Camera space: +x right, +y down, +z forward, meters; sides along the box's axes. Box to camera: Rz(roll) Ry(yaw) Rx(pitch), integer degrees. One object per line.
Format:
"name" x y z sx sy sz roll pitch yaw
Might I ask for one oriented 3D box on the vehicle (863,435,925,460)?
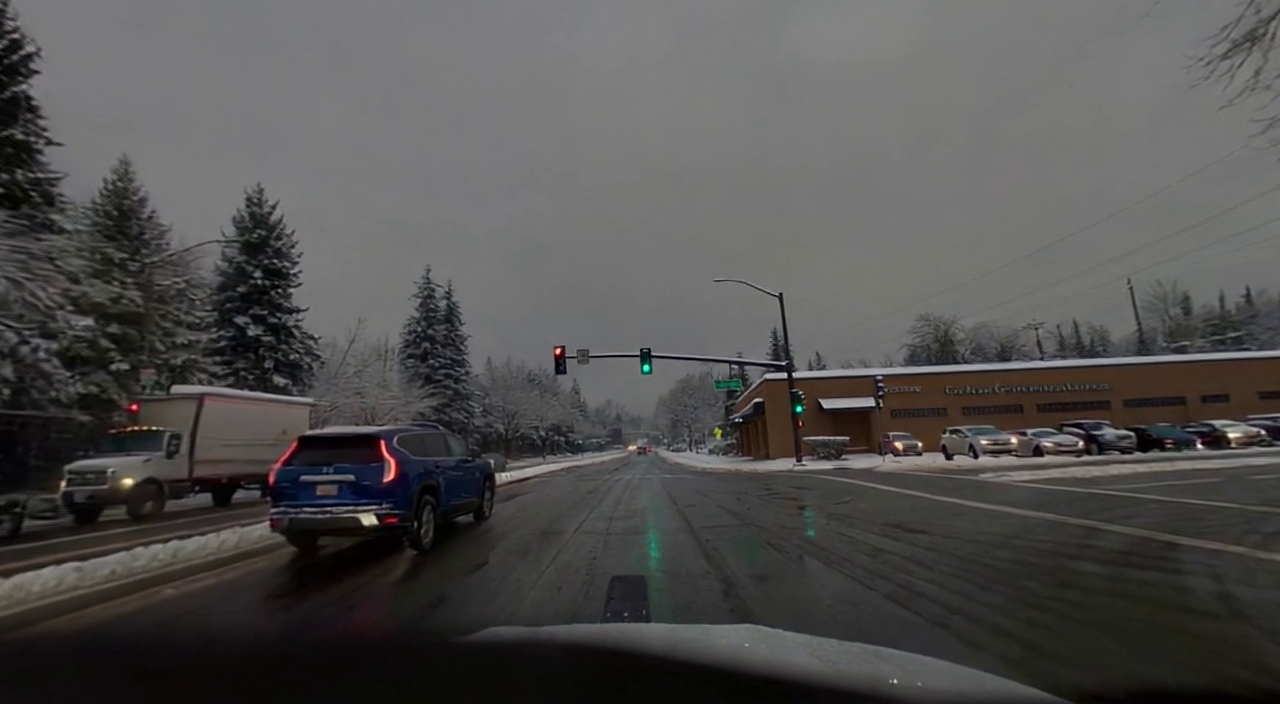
"vehicle" 17.281 6.491 42.956 3.329 1.415 1.821 -5 -9 3

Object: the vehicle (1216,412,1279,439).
"vehicle" 38.332 4.504 38.483 1.715 1.480 4.701 -1 -9 -1

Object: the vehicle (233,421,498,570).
"vehicle" -3.594 1.952 9.384 1.934 1.649 4.490 0 -9 0

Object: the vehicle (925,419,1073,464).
"vehicle" 13.906 3.496 24.623 4.566 1.670 2.000 0 -9 -3

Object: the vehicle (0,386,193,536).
"vehicle" -16.518 2.631 15.273 3.161 3.455 11.058 0 -9 0

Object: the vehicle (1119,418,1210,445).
"vehicle" 31.179 4.789 37.635 1.823 1.480 4.003 0 -9 -3

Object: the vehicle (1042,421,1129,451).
"vehicle" 26.458 5.037 37.633 2.011 1.656 4.163 0 -9 -2
